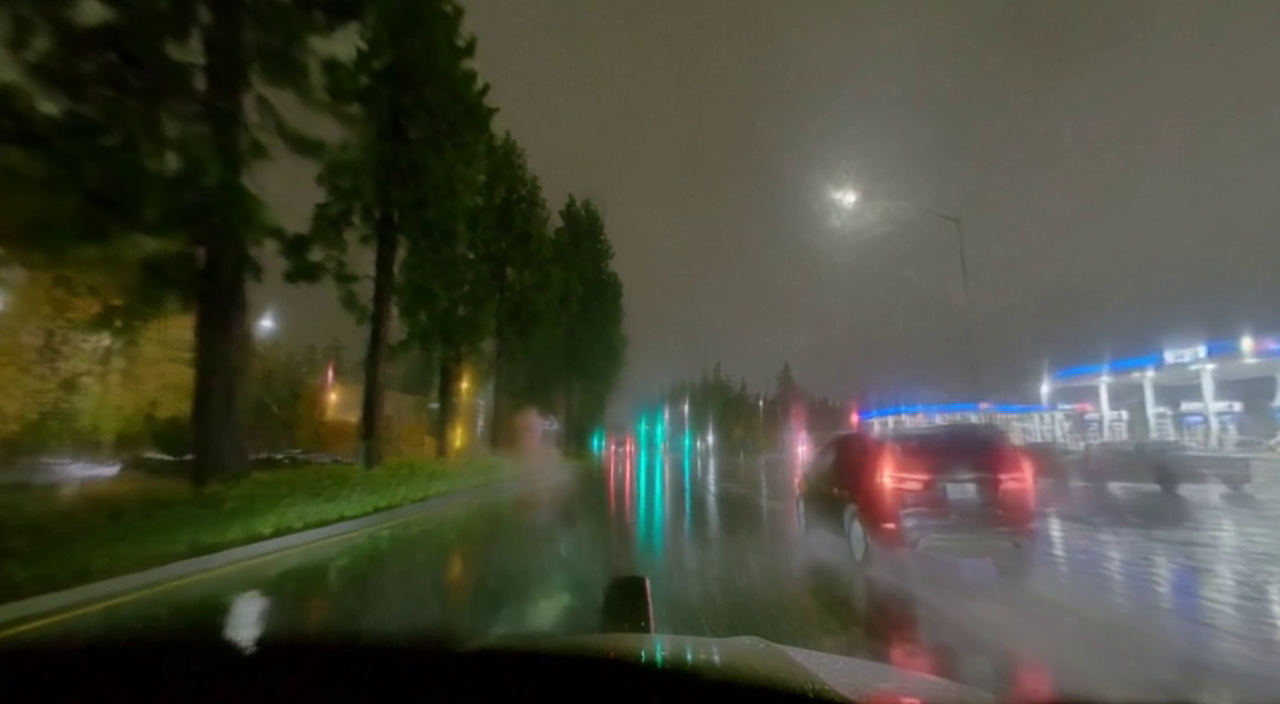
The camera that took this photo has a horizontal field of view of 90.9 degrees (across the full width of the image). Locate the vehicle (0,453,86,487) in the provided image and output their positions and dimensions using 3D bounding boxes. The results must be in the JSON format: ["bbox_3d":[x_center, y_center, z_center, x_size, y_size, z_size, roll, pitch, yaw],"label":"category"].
[{"bbox_3d":[-31.183,6.066,32.170,4.188,1.365,1.883,-6,-8,3],"label":"vehicle"}]

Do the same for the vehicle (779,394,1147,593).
[{"bbox_3d":[3.436,1.638,8.124,2.151,1.771,4.792,0,-9,0],"label":"vehicle"}]

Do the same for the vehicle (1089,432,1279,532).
[{"bbox_3d":[11.231,2.328,11.589,4.359,1.656,1.894,-1,-9,3],"label":"vehicle"}]
